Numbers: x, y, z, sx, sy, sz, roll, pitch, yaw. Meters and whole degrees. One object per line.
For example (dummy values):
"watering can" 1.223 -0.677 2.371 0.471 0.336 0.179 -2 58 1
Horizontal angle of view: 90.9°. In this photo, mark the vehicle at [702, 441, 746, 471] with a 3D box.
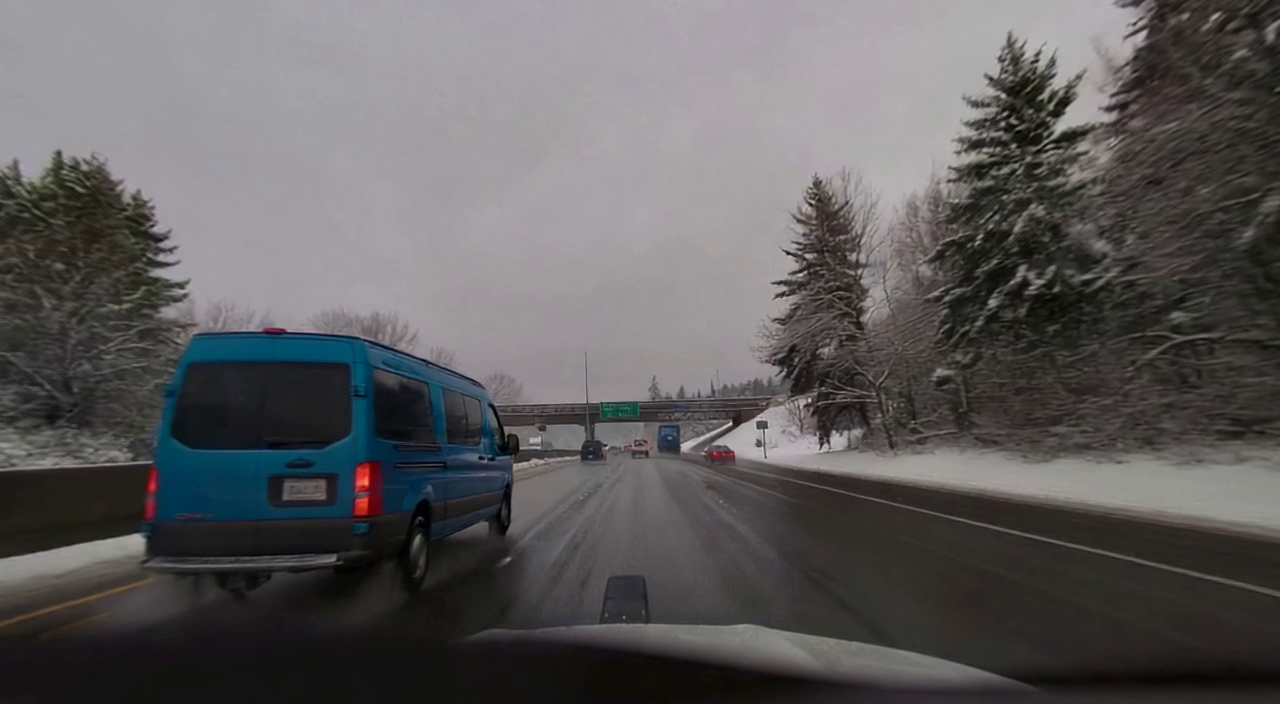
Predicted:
"vehicle" 4.916 6.149 37.360 1.936 1.664 4.198 0 -9 -1

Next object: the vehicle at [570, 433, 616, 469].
"vehicle" -2.772 6.090 38.631 2.334 2.051 4.900 0 -9 1

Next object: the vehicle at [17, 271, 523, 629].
"vehicle" -3.206 1.127 7.585 2.451 2.627 5.868 0 -9 0
